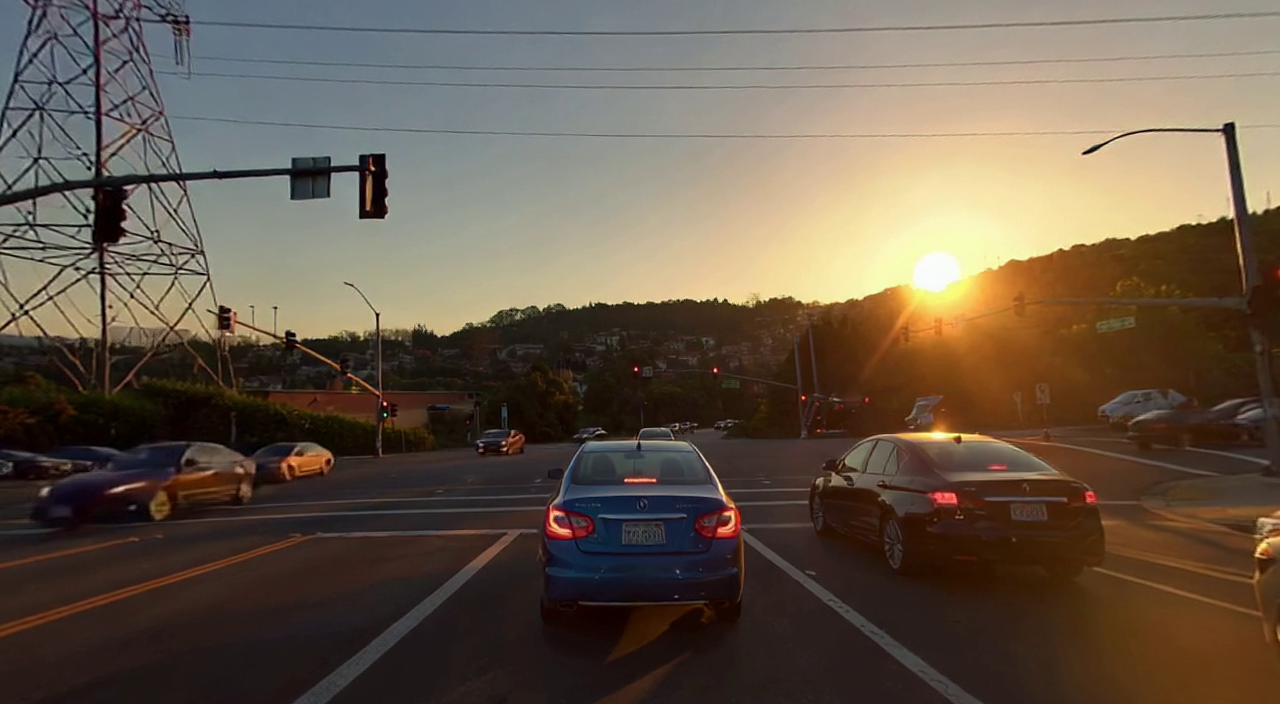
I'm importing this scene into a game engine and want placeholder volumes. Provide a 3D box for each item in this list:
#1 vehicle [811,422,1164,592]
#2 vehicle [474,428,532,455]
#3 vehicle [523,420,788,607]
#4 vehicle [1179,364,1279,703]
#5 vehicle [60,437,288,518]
[{"bbox_3d":[3.651,1.682,7.720,1.835,1.473,4.190,0,-8,-2],"label":"vehicle"},{"bbox_3d":[-9.105,6.058,42.524,2.269,1.716,5.700,-1,-8,4],"label":"vehicle"},{"bbox_3d":[0.110,1.595,7.125,2.117,1.474,4.036,0,-8,0],"label":"vehicle"},{"bbox_3d":[3.409,0.588,0.625,1.926,1.614,4.330,0,-8,1],"label":"vehicle"},{"bbox_3d":[-10.181,2.729,14.284,1.910,1.537,4.123,-1,-8,2],"label":"vehicle"}]
